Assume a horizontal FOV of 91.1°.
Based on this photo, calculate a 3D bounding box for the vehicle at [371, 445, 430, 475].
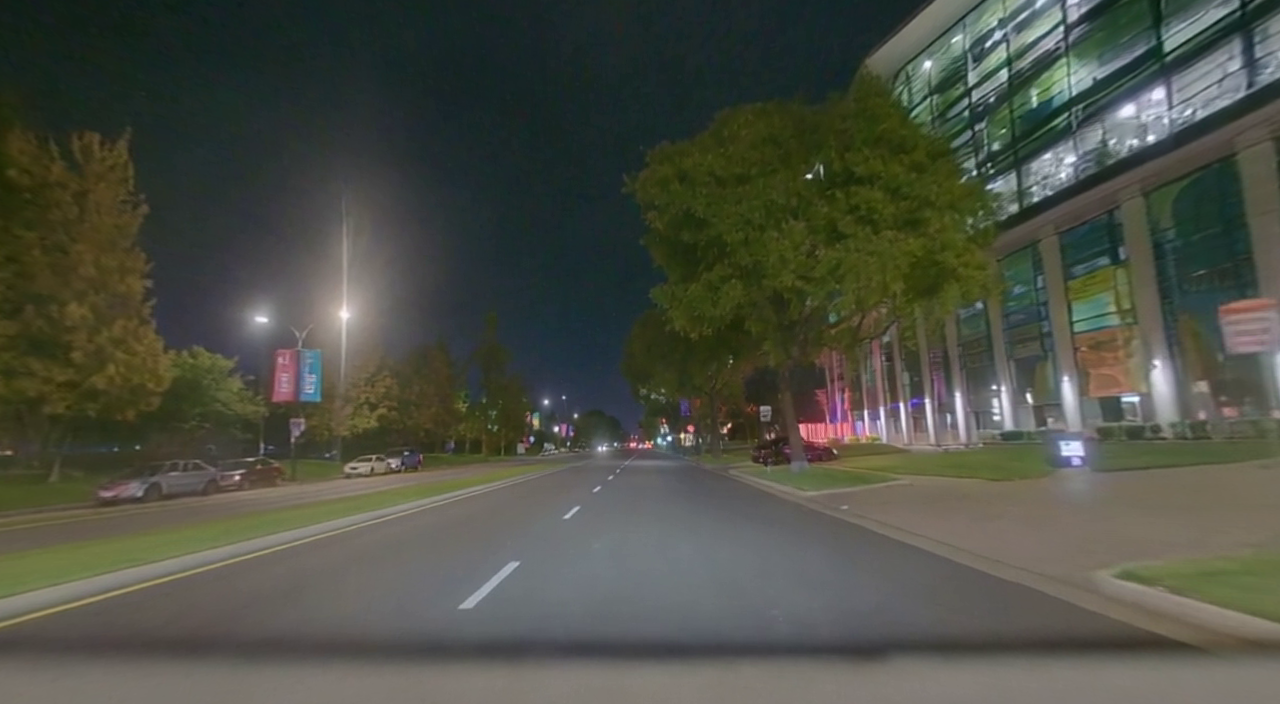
[{"bbox_3d":[-16.944,7.644,44.673,2.301,1.821,4.731,-4,-9,1],"label":"vehicle"}]

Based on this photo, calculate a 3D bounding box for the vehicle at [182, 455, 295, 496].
[{"bbox_3d":[-17.313,5.311,27.372,2.020,1.471,4.419,-3,-9,1],"label":"vehicle"}]

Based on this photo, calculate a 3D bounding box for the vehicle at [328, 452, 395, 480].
[{"bbox_3d":[-17.152,7.004,38.943,1.873,1.544,4.794,0,-9,1],"label":"vehicle"}]

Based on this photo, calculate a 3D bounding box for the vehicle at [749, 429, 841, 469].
[{"bbox_3d":[9.199,5.817,37.627,4.716,1.672,2.330,-7,-9,-1],"label":"vehicle"}]

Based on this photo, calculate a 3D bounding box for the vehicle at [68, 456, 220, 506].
[{"bbox_3d":[-17.305,4.488,22.249,1.829,1.508,4.377,0,-9,-1],"label":"vehicle"}]
